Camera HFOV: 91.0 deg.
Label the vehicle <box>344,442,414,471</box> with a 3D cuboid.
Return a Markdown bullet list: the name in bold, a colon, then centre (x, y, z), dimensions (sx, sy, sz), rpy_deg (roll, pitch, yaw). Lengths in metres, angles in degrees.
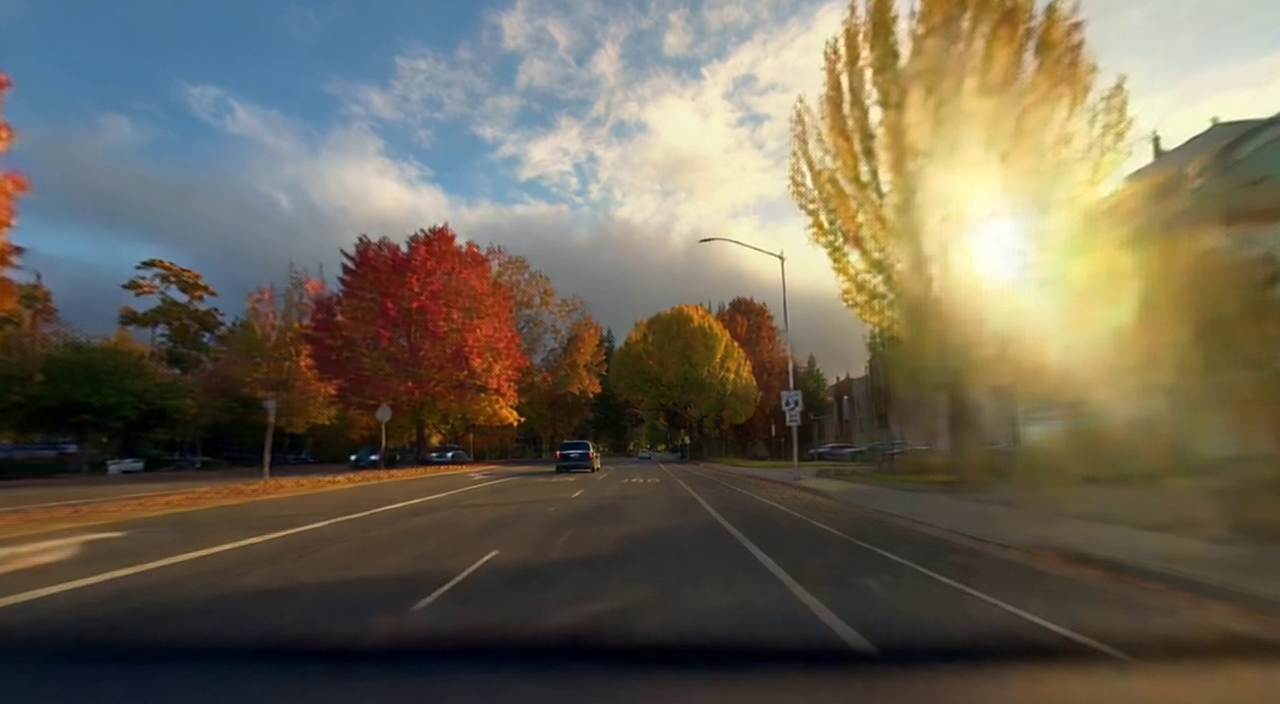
- **vehicle**: centre (-14.554, 5.866, 35.412), dimensions (1.893, 1.491, 4.711), rpy_deg (0, -9, 0)

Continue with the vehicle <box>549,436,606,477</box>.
- **vehicle**: centre (-2.913, 5.046, 30.563), dimensions (2.112, 1.779, 4.489), rpy_deg (0, -9, 3)
